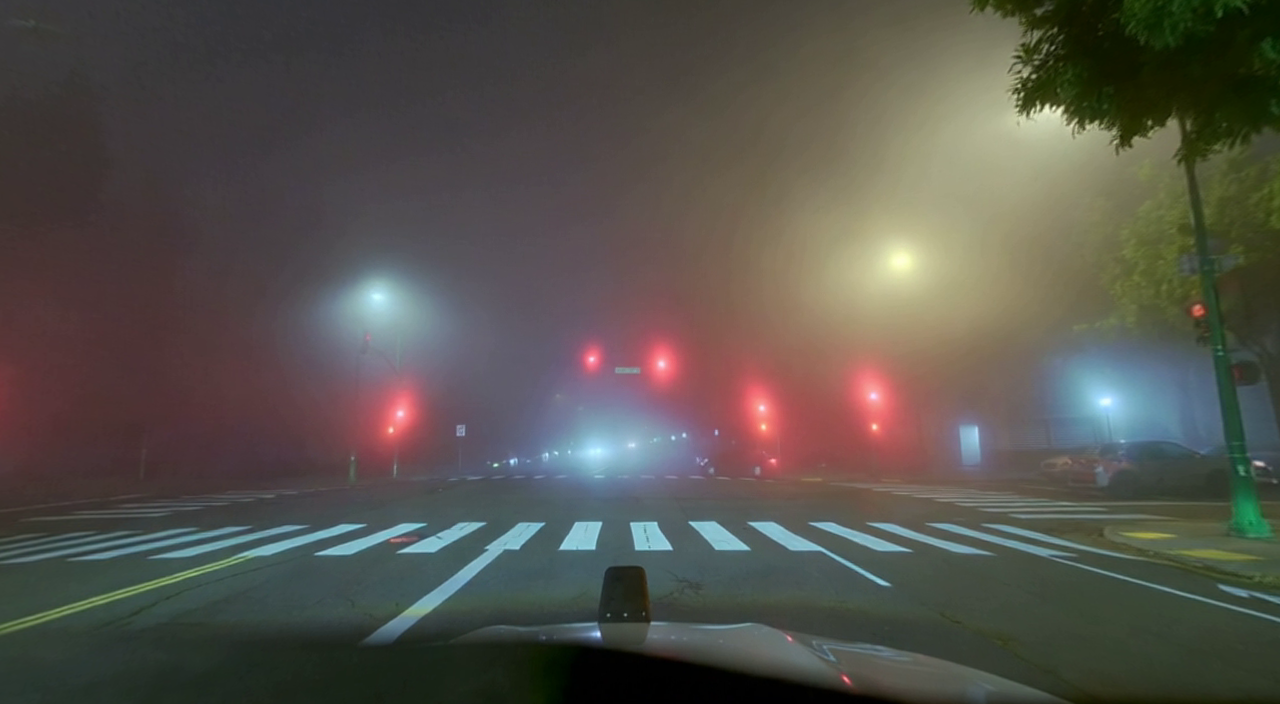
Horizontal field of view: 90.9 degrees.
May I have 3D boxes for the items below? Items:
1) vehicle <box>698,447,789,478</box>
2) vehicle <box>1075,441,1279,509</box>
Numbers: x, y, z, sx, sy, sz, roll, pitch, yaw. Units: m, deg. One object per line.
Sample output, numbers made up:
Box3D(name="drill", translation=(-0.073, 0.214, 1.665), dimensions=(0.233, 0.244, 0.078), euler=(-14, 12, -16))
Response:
Box3D(name="vehicle", translation=(5.495, 5.896, 33.768), dimensions=(4.368, 1.522, 1.972), euler=(-7, -11, 36))
Box3D(name="vehicle", translation=(12.989, 2.790, 14.558), dimensions=(4.424, 1.436, 1.804), euler=(0, -8, 5))
